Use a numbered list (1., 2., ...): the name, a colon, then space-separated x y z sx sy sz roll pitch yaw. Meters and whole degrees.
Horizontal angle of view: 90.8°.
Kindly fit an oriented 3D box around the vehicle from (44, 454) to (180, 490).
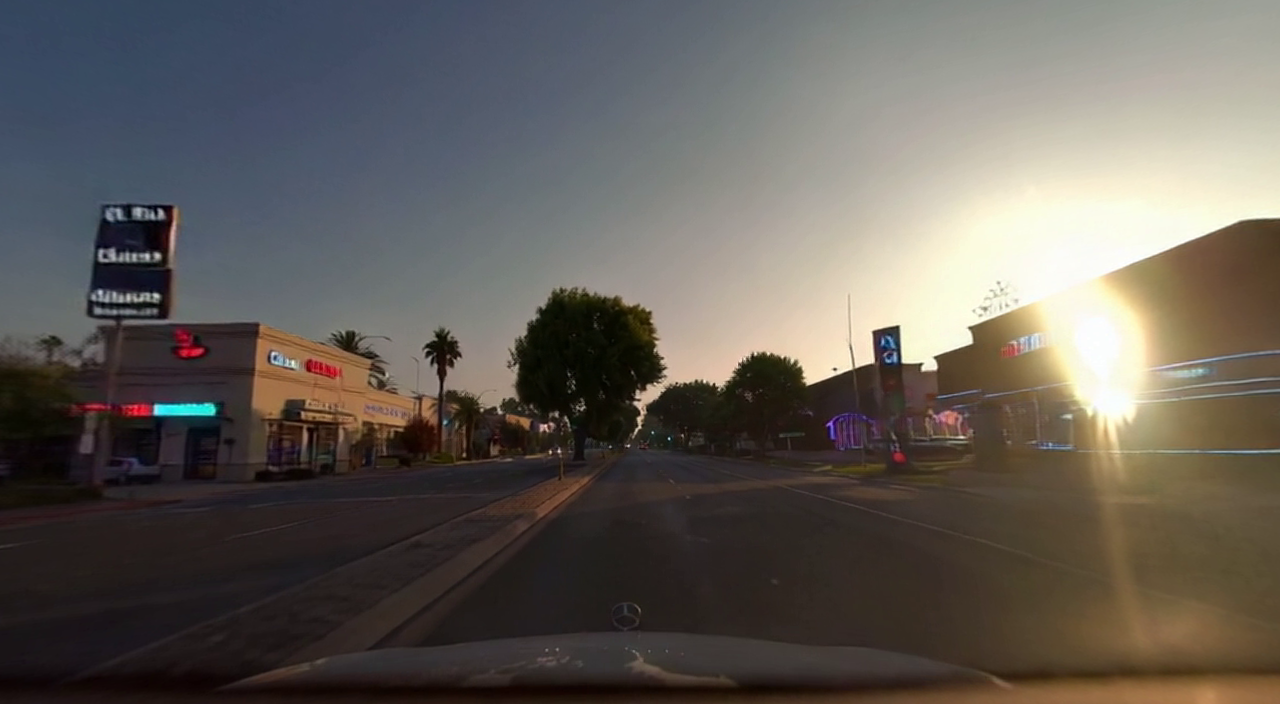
1. vehicle: -27.782 6.315 33.480 4.922 1.751 2.195 3 -9 -16
